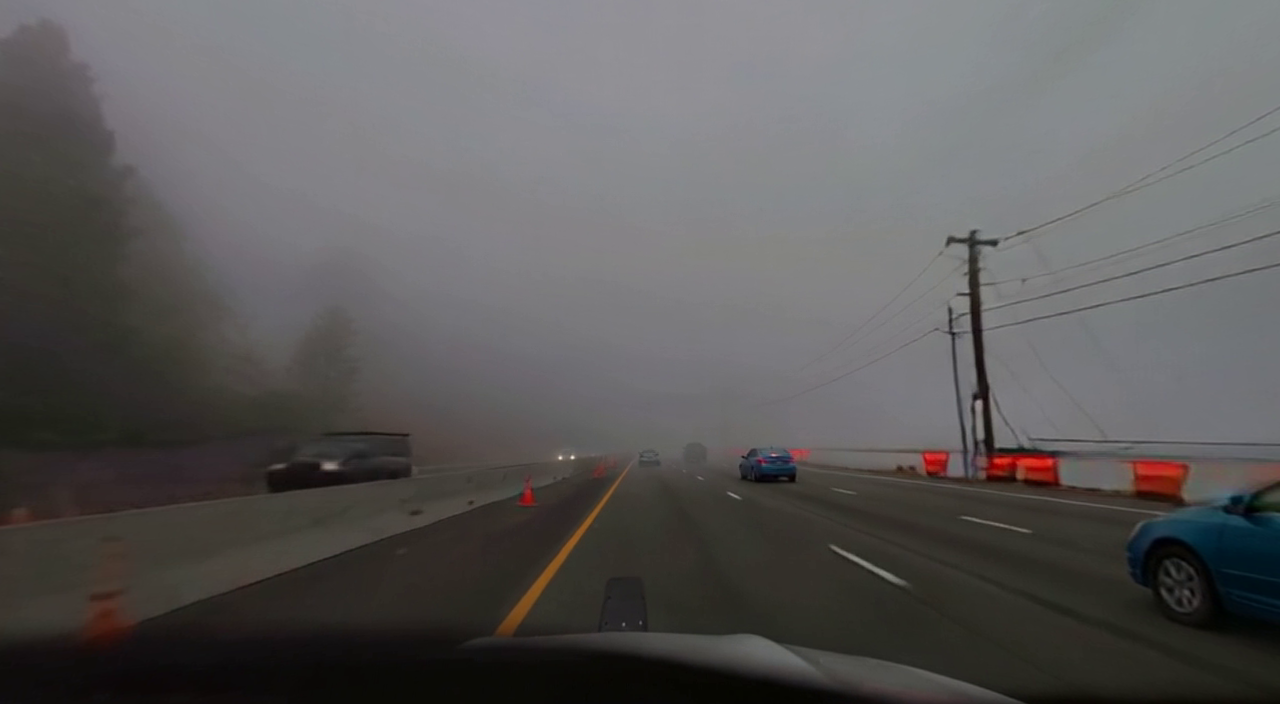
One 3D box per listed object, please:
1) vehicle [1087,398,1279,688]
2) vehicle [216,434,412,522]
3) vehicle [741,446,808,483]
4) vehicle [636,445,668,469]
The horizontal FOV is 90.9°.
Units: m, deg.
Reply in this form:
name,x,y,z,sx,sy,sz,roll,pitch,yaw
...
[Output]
name,x,y,z,sx,sy,sz,roll,pitch,yaw
vehicle,4.481,0.912,2.574,1.997,1.568,4.529,0,-8,1
vehicle,-7.597,2.917,15.412,2.176,1.763,4.720,0,-7,2
vehicle,5.592,4.686,26.681,1.881,1.409,4.016,0,-8,-1
vehicle,0.806,7.386,44.561,2.096,1.583,4.150,0,-8,0
